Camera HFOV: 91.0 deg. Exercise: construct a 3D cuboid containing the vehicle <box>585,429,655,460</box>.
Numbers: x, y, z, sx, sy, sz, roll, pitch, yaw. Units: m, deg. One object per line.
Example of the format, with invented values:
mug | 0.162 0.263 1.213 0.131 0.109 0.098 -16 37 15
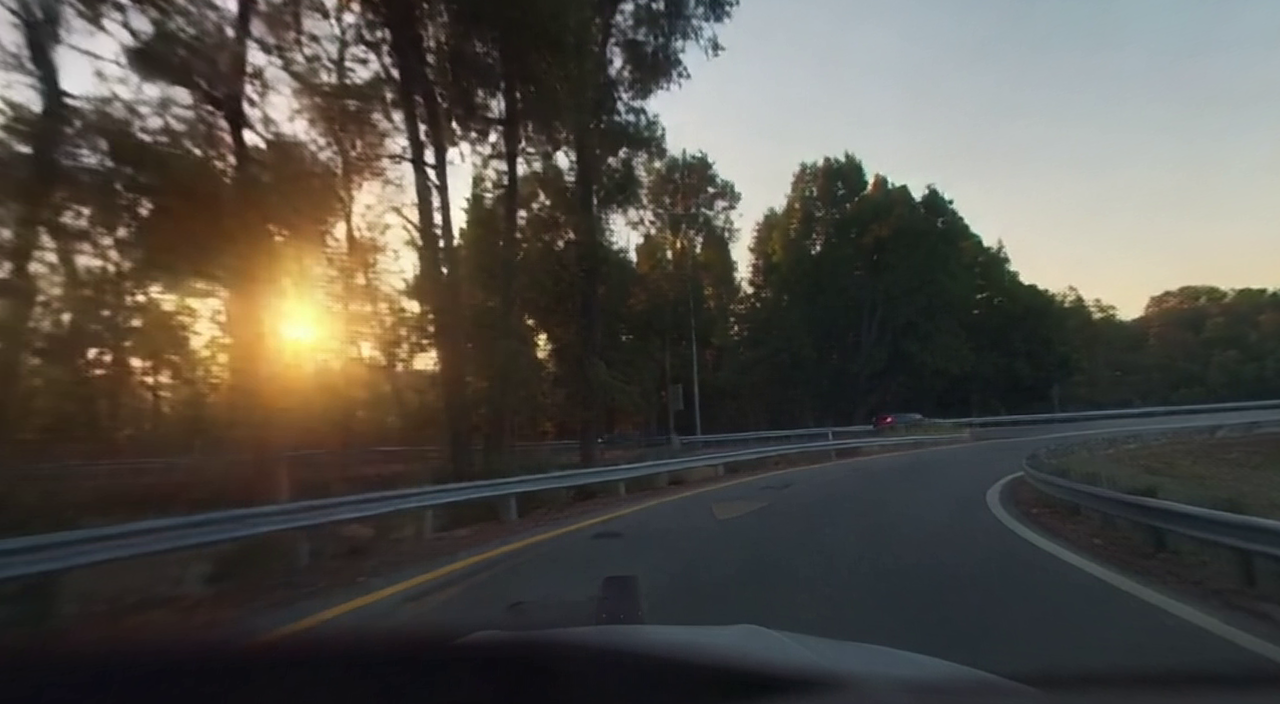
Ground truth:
vehicle | -1.307 5.859 39.893 3.990 1.549 1.971 -1 -13 -13
